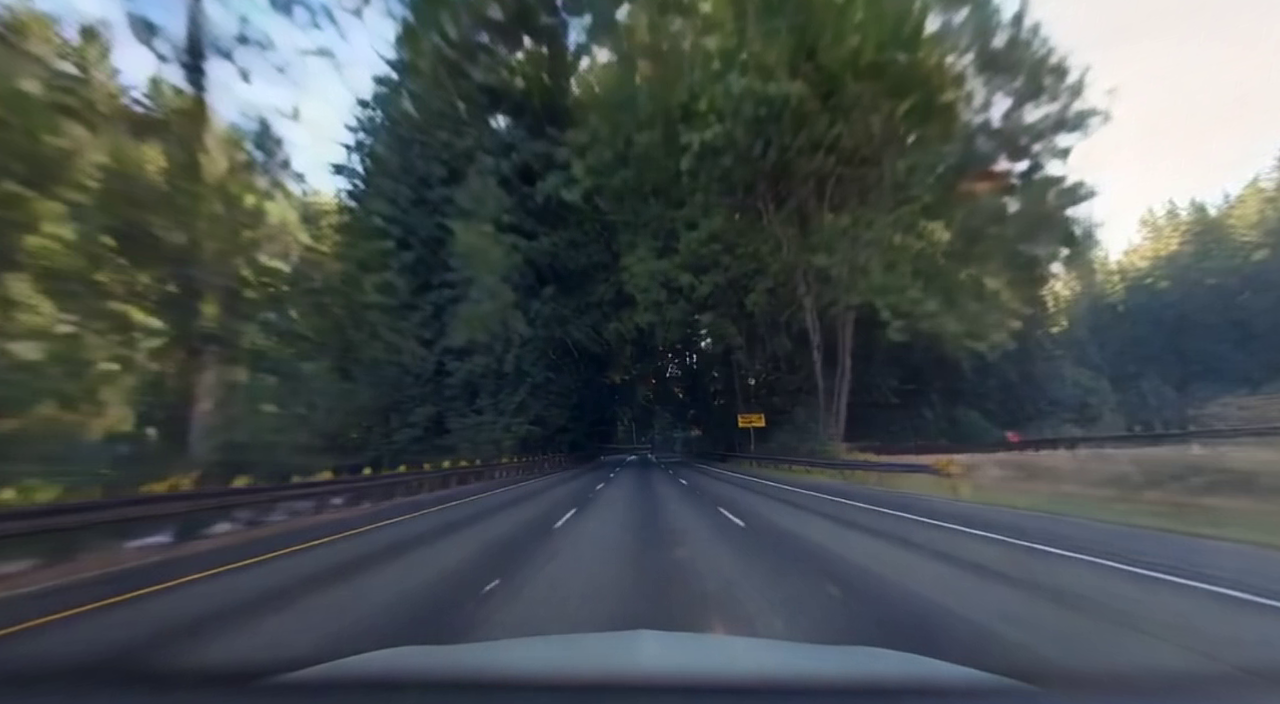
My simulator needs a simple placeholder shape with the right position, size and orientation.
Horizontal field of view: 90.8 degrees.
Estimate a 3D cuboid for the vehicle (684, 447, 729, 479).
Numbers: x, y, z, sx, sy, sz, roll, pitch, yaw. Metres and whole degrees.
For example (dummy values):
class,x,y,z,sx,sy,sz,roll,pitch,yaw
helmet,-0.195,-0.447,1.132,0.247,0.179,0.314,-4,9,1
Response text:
class,x,y,z,sx,sy,sz,roll,pitch,yaw
vehicle,3.619,6.119,35.025,2.019,1.601,3.953,0,-9,0
